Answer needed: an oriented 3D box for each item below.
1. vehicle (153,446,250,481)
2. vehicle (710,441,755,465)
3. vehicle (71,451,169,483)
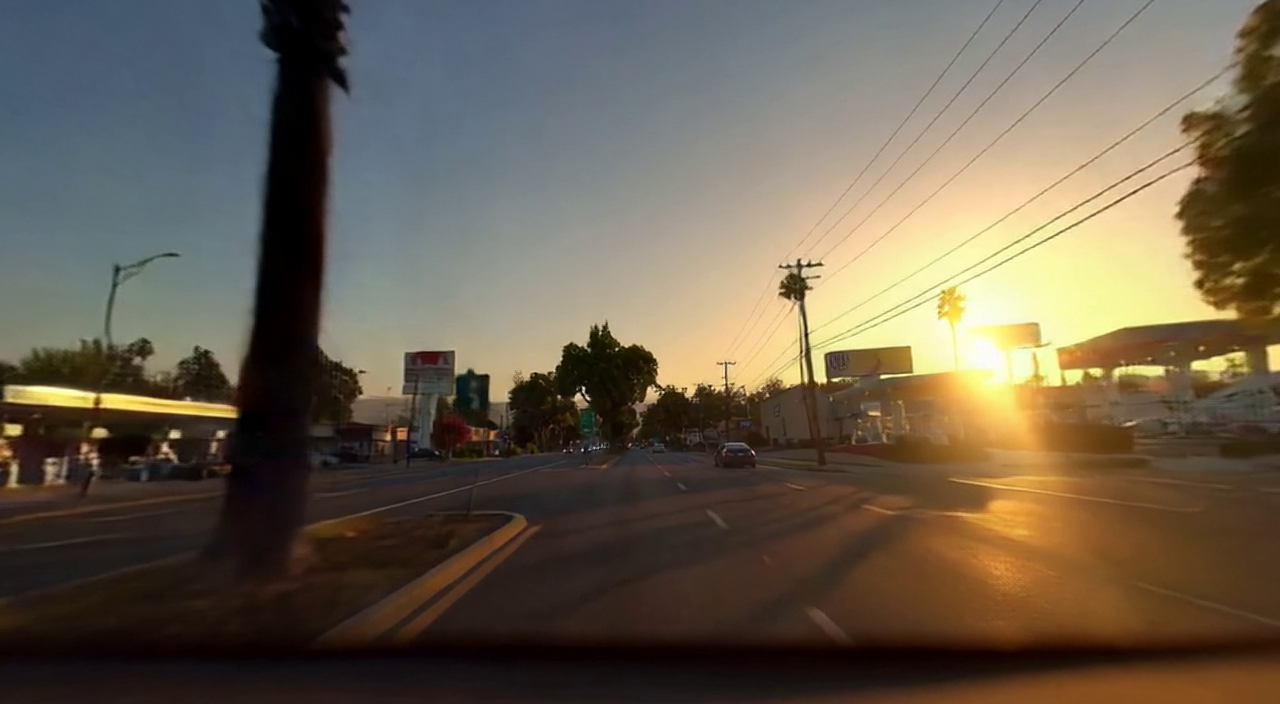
[{"bbox_3d":[-25.936,6.580,37.623,2.056,1.890,5.063,0,-8,1],"label":"vehicle"},{"bbox_3d":[6.066,6.706,41.971,2.261,1.479,4.403,0,-8,-2],"label":"vehicle"},{"bbox_3d":[-30.966,6.810,37.806,1.993,1.737,4.539,0,-8,-1],"label":"vehicle"}]
